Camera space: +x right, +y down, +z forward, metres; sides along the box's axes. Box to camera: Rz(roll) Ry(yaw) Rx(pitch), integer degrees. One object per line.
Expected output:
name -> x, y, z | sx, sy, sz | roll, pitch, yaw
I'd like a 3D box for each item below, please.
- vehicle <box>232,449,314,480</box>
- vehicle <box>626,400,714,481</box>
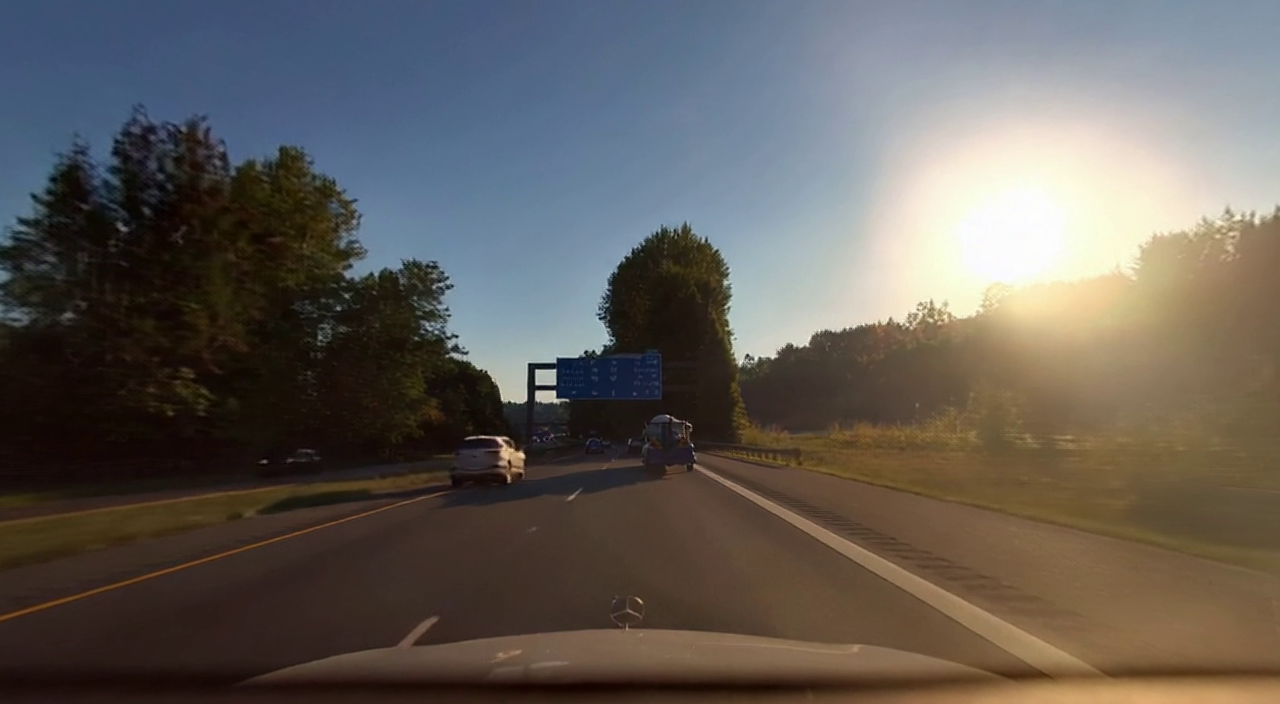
vehicle -> -19.640, 6.006, 33.917 | 1.867, 1.479, 4.361 | 0, -8, -1
vehicle -> 0.853, 3.129, 22.240 | 2.677, 2.439, 6.402 | 0, -8, -1
